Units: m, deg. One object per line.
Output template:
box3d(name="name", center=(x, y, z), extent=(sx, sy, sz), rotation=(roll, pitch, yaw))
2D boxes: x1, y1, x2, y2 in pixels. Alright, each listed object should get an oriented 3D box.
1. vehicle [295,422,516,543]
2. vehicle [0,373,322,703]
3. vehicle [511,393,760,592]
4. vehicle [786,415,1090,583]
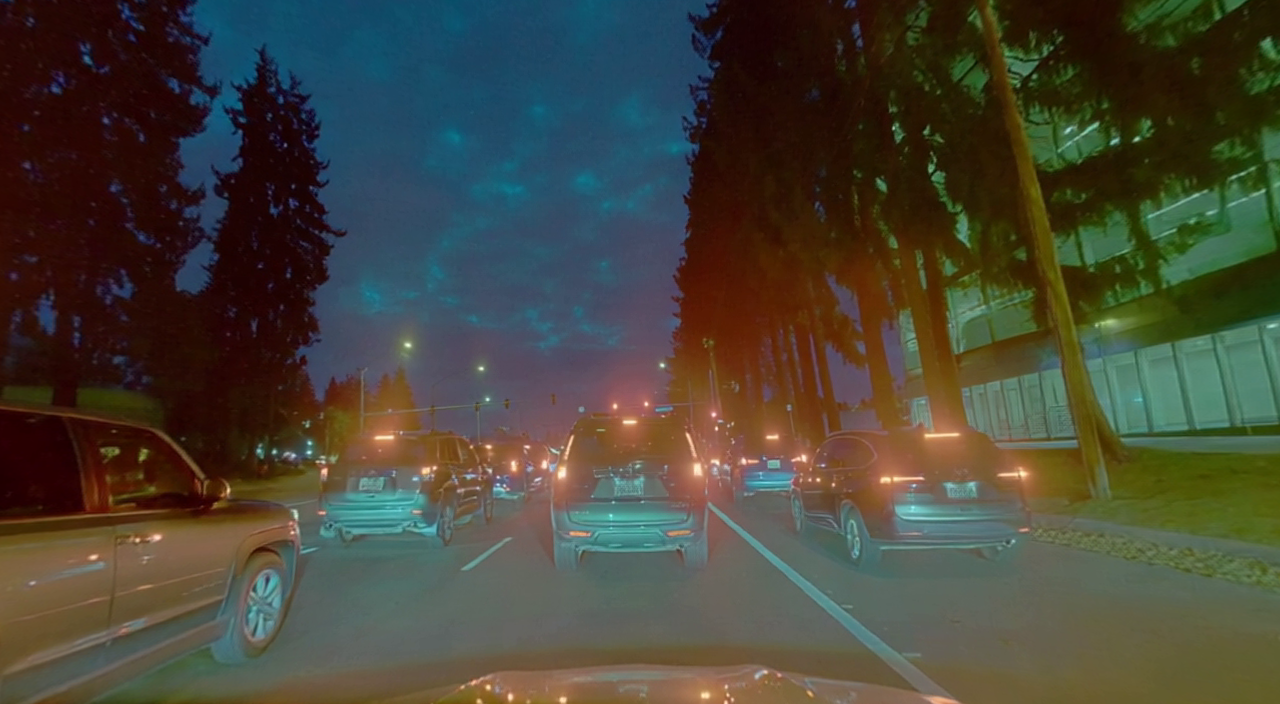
box3d(name="vehicle", center=(-3.657, 2.110, 10.856), extent=(2.042, 1.641, 4.314), rotation=(0, -8, 1))
box3d(name="vehicle", center=(-3.788, 0.992, 3.285), extent=(1.929, 1.641, 4.193), rotation=(0, -8, 2))
box3d(name="vehicle", center=(-0.009, 1.535, 7.653), extent=(2.193, 1.744, 4.033), rotation=(0, -8, 1))
box3d(name="vehicle", center=(3.259, 1.668, 7.862), extent=(1.922, 1.579, 3.642), rotation=(0, -8, -1))
